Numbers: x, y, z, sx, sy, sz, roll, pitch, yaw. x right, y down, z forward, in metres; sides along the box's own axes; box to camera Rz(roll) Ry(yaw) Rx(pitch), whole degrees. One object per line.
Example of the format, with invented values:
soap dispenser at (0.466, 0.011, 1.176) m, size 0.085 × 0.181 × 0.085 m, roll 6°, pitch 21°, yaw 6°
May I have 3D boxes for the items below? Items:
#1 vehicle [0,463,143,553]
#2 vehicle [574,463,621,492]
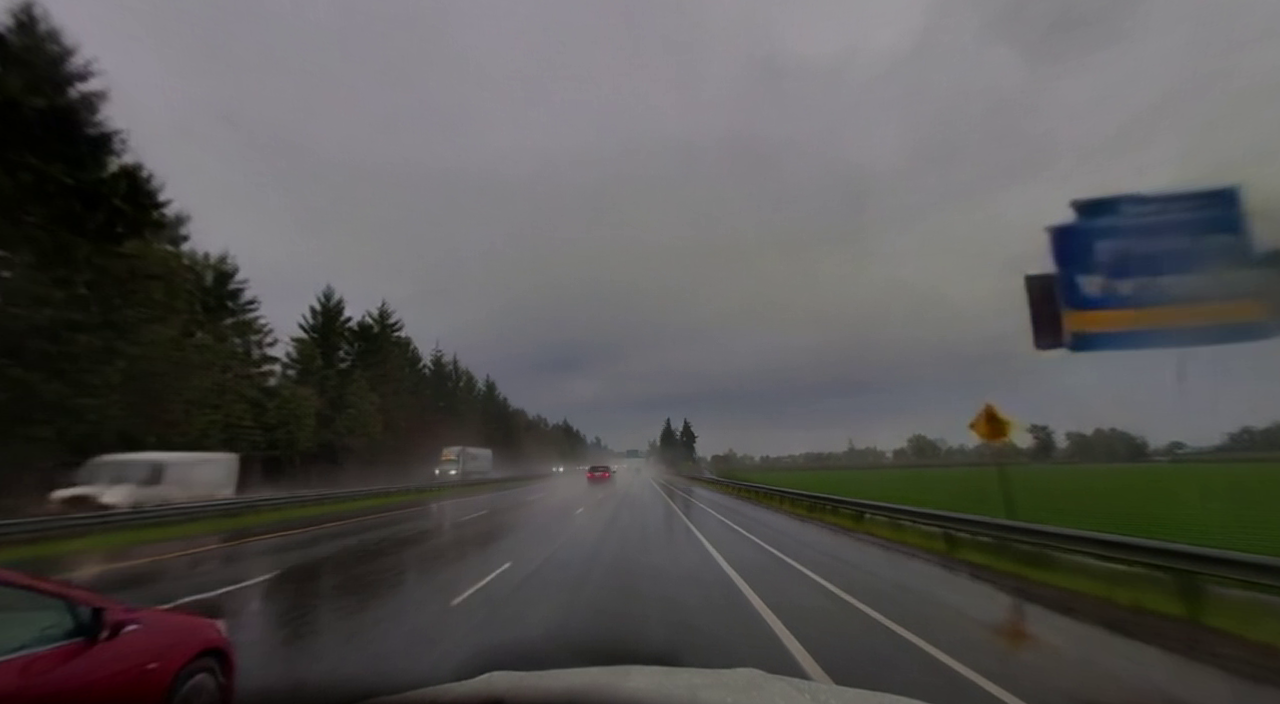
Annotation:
vehicle at (-12.111, 2.929, 12.094) m, size 1.834 × 1.541 × 3.969 m, roll 1°, pitch -10°, yaw -1°
vehicle at (-2.228, 6.813, 34.396) m, size 2.183 × 1.435 × 4.653 m, roll 1°, pitch -10°, yaw 1°
